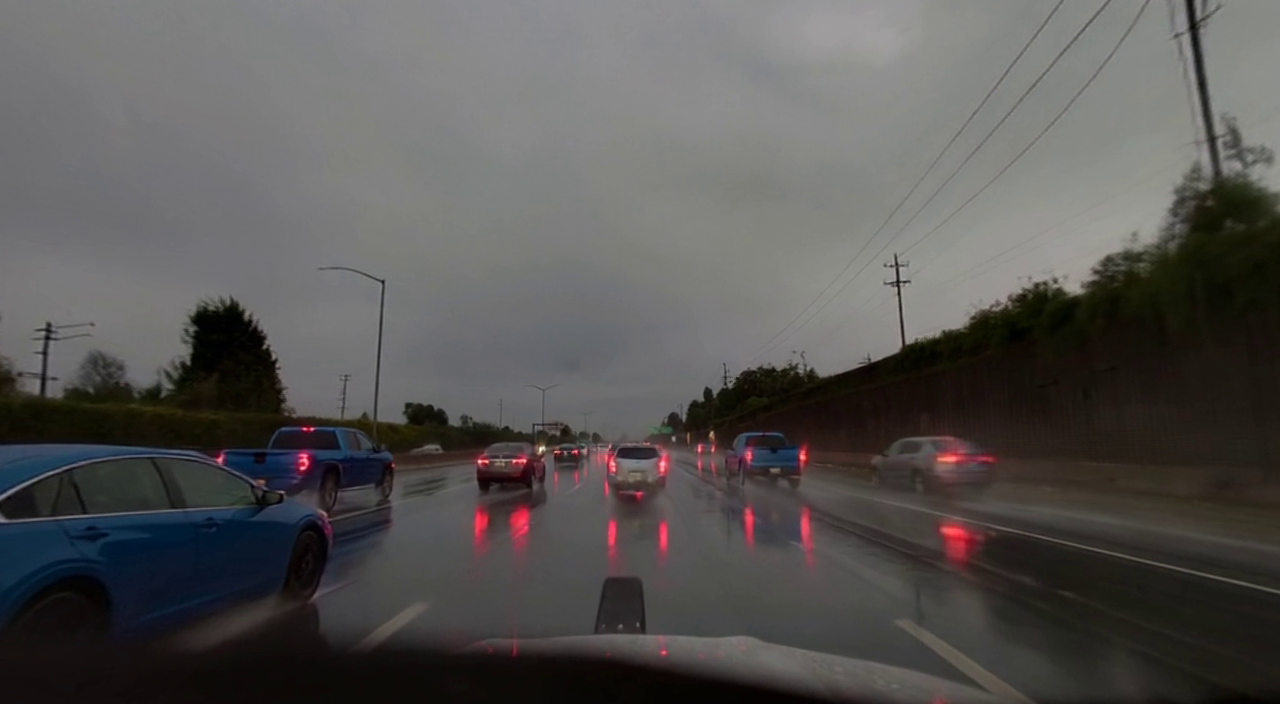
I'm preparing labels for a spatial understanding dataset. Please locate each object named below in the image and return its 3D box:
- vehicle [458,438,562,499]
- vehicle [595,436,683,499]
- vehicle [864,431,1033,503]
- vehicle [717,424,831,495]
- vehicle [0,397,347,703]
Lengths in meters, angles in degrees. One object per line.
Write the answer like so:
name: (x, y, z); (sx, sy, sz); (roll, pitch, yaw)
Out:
vehicle: (-3.385, 3.105, 17.272); (1.899, 1.437, 4.131); (0, -8, 1)
vehicle: (-0.053, 3.088, 17.421); (2.102, 1.499, 4.439); (0, -8, -1)
vehicle: (7.904, 2.968, 16.858); (1.969, 1.608, 4.865); (0, -8, -1)
vehicle: (3.768, 3.155, 18.917); (2.113, 1.800, 5.376); (0, -8, -1)
vehicle: (-3.749, 1.060, 3.537); (1.955, 1.481, 4.604); (0, -8, 1)
